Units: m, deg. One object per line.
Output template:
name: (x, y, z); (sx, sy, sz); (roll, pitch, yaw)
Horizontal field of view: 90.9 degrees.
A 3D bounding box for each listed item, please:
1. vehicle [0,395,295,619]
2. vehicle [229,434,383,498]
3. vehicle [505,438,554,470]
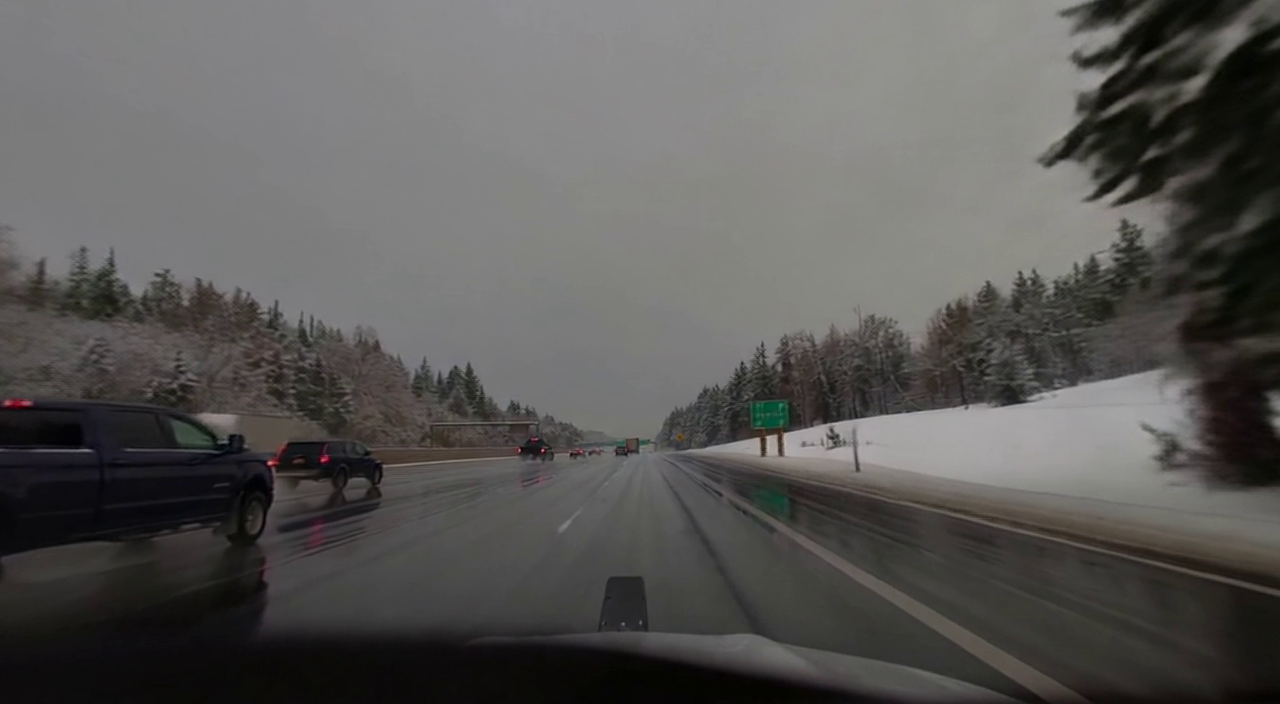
vehicle: (-6.312, 1.389, 6.104); (2.403, 1.773, 6.276); (0, -8, 0)
vehicle: (-9.691, 3.321, 18.818); (2.060, 1.662, 4.469); (0, -8, 1)
vehicle: (-6.318, 5.880, 36.589); (2.009, 1.735, 4.358); (0, -8, 1)
